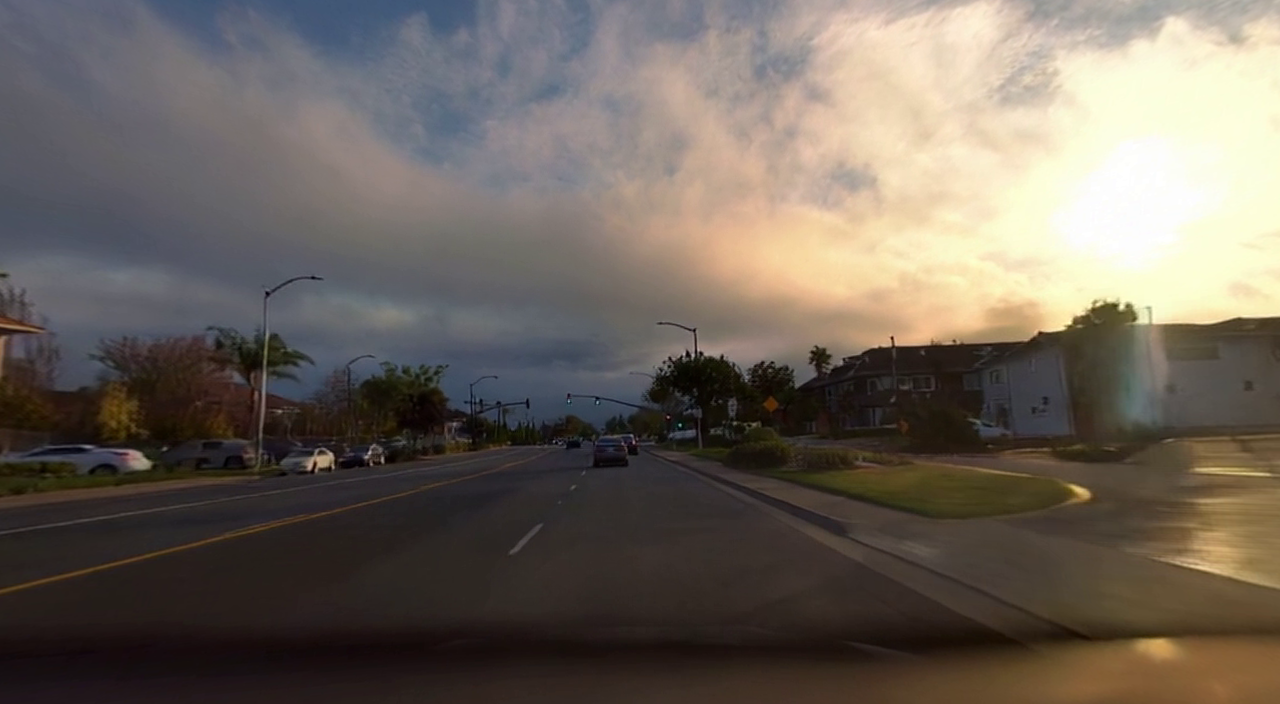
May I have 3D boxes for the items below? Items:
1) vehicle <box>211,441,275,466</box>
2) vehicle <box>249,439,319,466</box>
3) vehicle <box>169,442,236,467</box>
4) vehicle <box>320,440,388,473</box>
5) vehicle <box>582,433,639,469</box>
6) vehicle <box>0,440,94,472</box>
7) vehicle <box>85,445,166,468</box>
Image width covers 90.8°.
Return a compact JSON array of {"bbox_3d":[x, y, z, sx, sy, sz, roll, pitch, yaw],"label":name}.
[{"bbox_3d":[-27.120,6.923,43.327,1.816,1.586,3.958,0,-8,-1],"label":"vehicle"},{"bbox_3d":[-24.489,6.885,43.634,1.974,1.470,4.892,-4,-7,1],"label":"vehicle"},{"bbox_3d":[-29.623,6.929,42.938,1.812,1.585,3.938,0,-8,-3],"label":"vehicle"},{"bbox_3d":[-14.412,5.202,31.709,1.903,1.487,4.784,6,-11,-38],"label":"vehicle"},{"bbox_3d":[-1.265,4.514,29.018,2.060,1.526,3.859,-1,-8,6],"label":"vehicle"},{"bbox_3d":[-40.630,7.054,43.383,1.945,1.840,5.062,-4,-7,-2],"label":"vehicle"},{"bbox_3d":[-35.160,7.155,43.340,1.940,1.474,4.384,0,-8,-1],"label":"vehicle"}]
